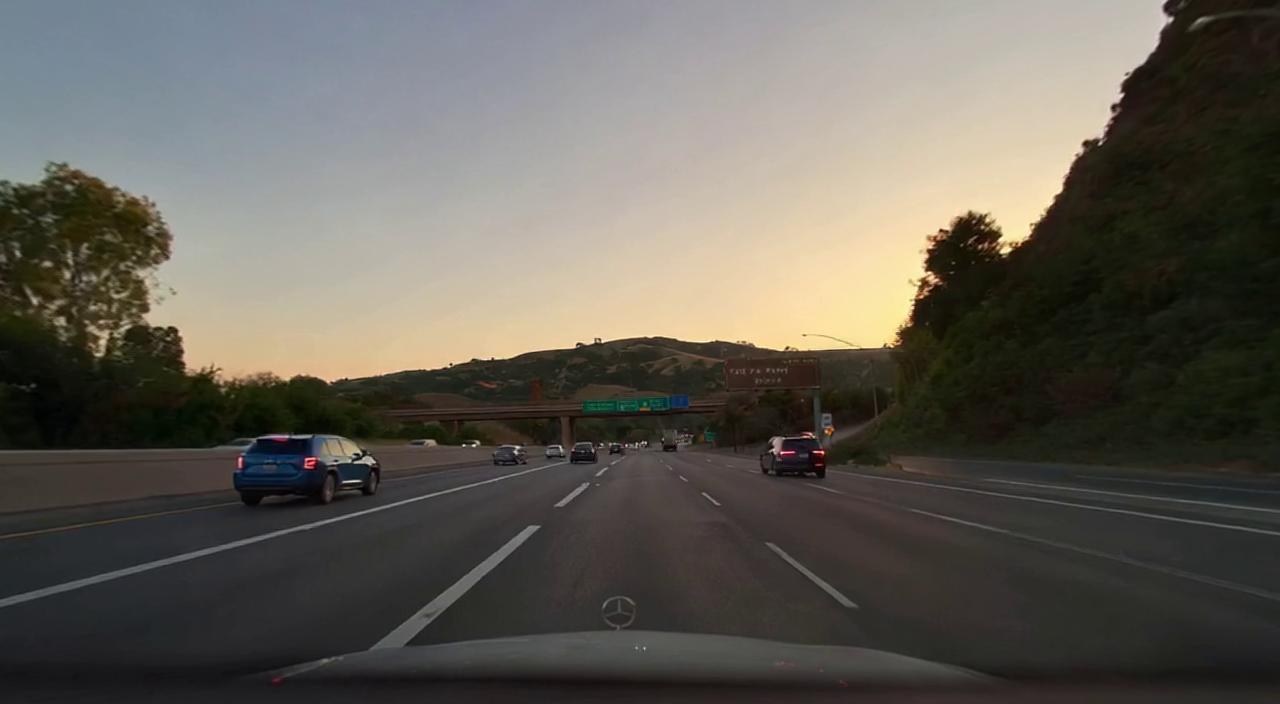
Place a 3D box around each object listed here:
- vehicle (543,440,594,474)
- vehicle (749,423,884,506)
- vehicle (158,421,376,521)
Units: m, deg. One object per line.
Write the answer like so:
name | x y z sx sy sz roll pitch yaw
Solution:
vehicle | -3.372 5.046 30.480 1.925 1.509 4.363 0 -9 0
vehicle | 4.099 2.711 15.546 1.950 1.719 4.545 0 -9 -1
vehicle | -7.268 2.354 12.941 1.860 1.694 4.173 0 -9 0
